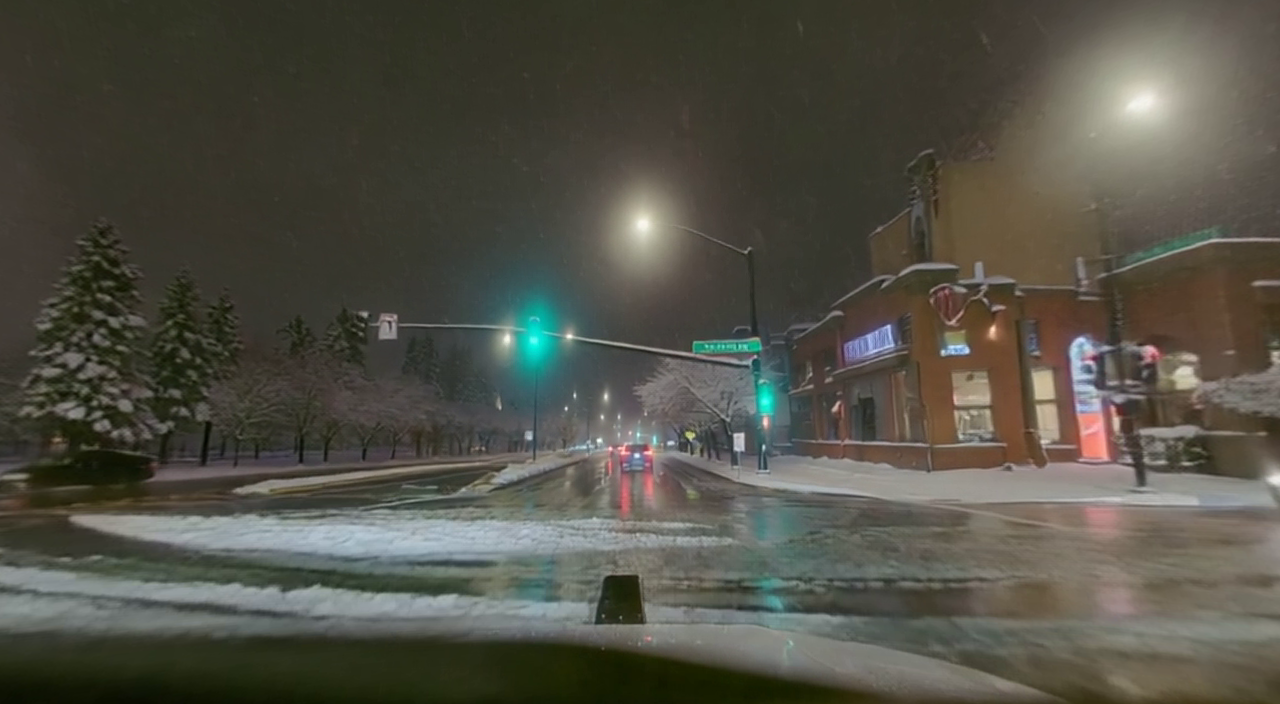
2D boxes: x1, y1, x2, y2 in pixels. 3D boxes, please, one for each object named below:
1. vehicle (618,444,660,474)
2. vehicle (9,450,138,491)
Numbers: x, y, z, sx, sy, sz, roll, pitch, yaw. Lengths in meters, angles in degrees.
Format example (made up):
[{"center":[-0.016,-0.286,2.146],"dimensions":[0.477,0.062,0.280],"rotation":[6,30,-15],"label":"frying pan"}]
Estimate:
[{"center":[-0.030,5.632,33.460],"dimensions":[2.115,1.461,3.976],"rotation":[0,-8,1],"label":"vehicle"},{"center":[-26.935,5.612,30.279],"dimensions":[1.969,1.693,4.461],"rotation":[-1,-8,1],"label":"vehicle"}]
